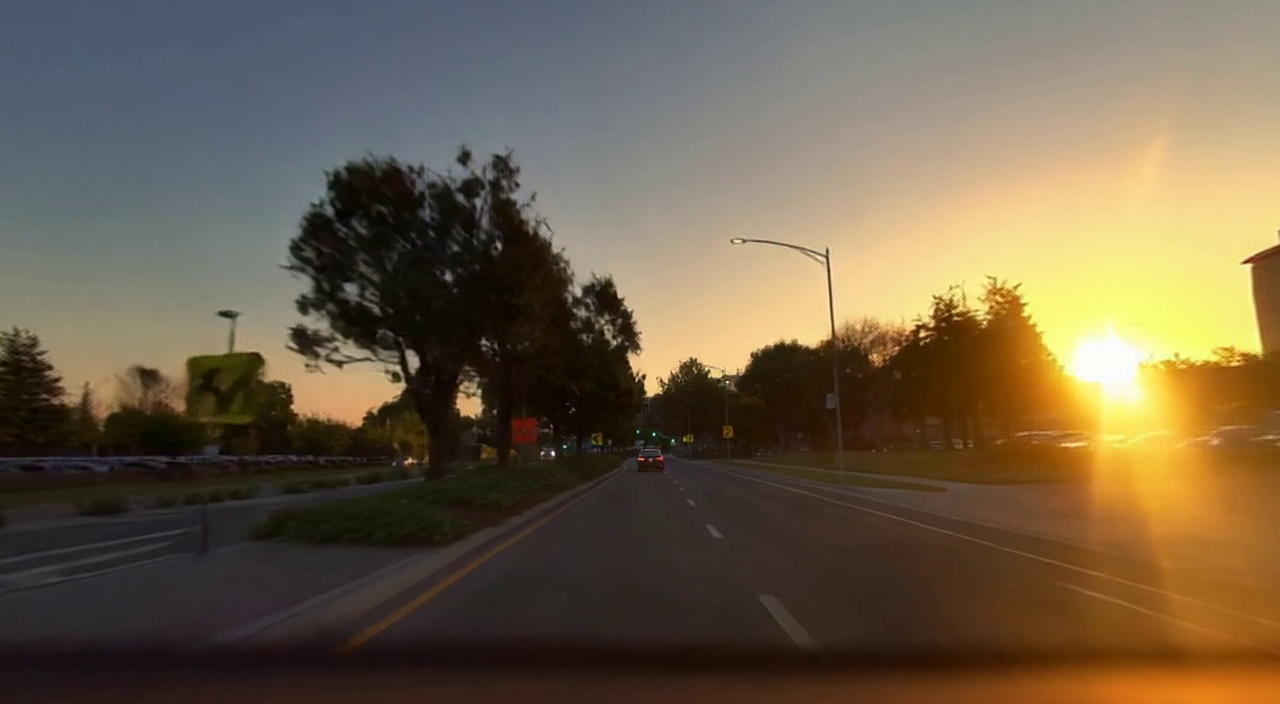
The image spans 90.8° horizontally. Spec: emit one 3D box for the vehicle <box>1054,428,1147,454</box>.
[{"bbox_3d":[27.767,5.427,38.268,1.847,1.451,4.470,1,-9,-8],"label":"vehicle"}]

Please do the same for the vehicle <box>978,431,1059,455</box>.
[{"bbox_3d":[26.807,6.510,45.021,2.143,1.623,5.235,0,-9,-5],"label":"vehicle"}]

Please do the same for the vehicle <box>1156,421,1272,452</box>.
[{"bbox_3d":[28.918,4.336,32.017,1.791,1.448,4.027,0,-9,-6],"label":"vehicle"}]

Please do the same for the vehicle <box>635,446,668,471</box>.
[{"bbox_3d":[0.715,7.243,43.314,2.158,1.600,3.865,0,-9,-1],"label":"vehicle"}]
